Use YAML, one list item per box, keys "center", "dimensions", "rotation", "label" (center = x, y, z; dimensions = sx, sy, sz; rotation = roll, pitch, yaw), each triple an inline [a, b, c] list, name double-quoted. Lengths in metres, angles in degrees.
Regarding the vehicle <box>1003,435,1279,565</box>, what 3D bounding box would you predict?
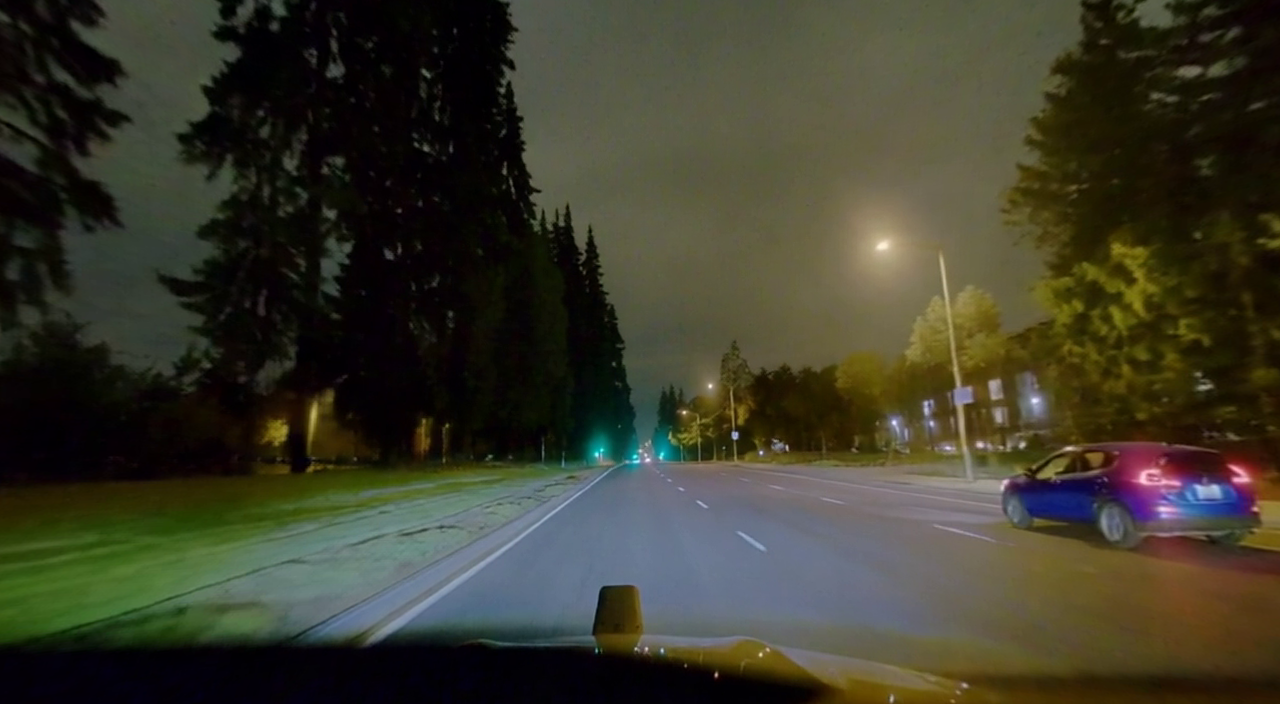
- center: [7.280, 2.012, 9.253]
  dimensions: [1.797, 1.518, 3.433]
  rotation: [0, -9, -1]
  label: "vehicle"
